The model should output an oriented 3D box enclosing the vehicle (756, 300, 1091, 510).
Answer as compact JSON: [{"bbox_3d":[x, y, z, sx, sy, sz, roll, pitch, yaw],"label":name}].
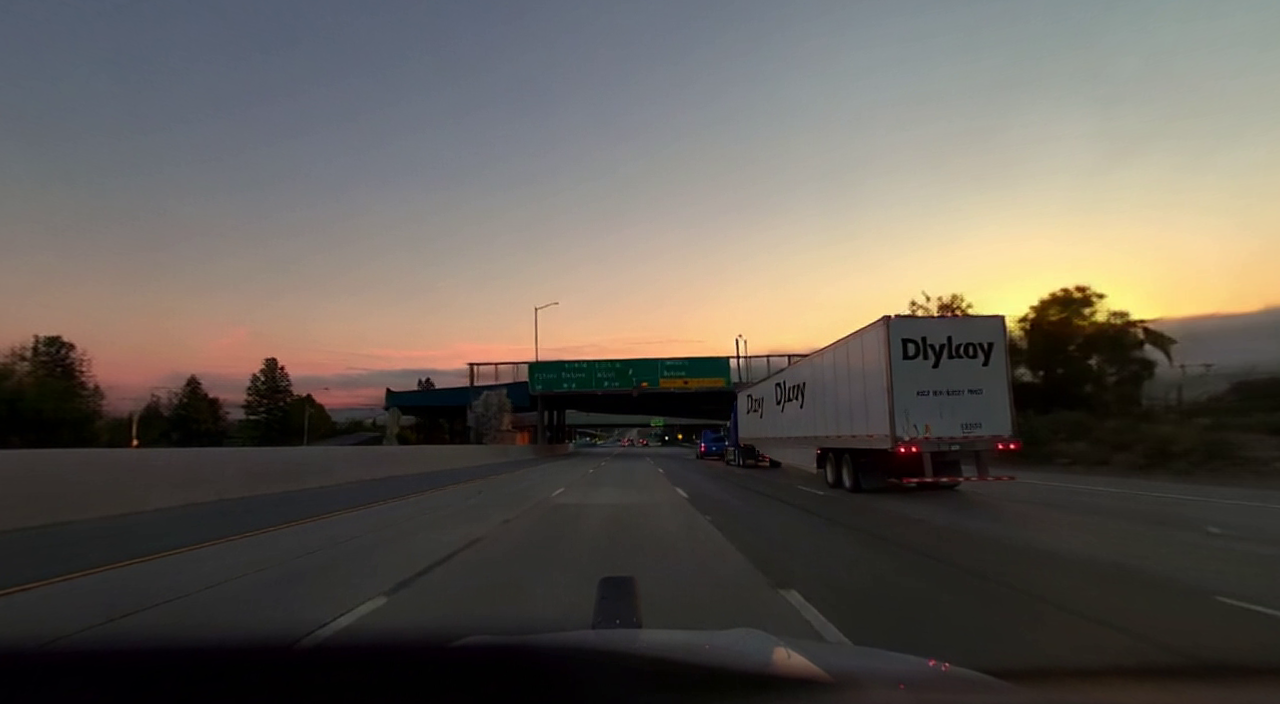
[{"bbox_3d":[6.741,2.126,19.941,2.962,3.947,16.241,0,-8,-1],"label":"vehicle"}]
